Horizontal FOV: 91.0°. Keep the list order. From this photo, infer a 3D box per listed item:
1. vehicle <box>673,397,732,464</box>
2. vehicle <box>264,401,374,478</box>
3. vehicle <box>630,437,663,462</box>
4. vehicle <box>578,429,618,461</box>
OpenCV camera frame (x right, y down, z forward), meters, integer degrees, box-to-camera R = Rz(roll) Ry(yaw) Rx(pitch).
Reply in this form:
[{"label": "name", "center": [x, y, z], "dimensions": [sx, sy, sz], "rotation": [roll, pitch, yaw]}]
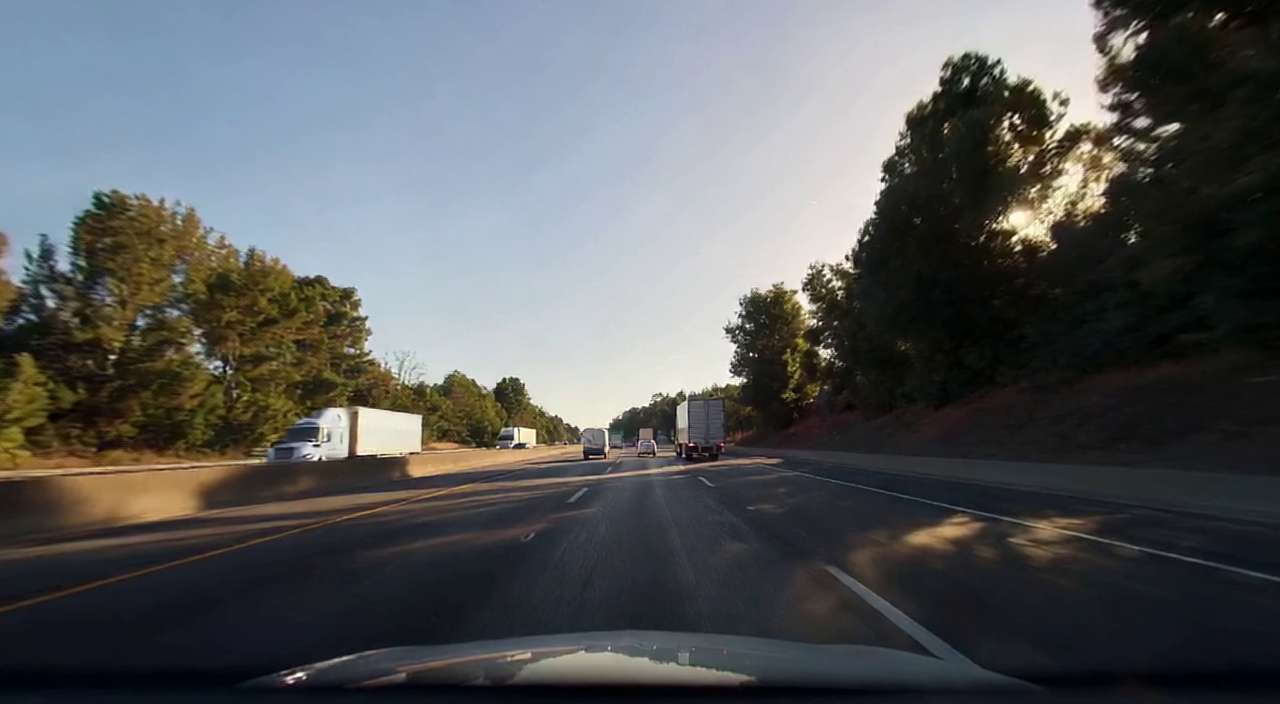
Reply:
[{"label": "vehicle", "center": [4.339, 5.936, 46.902], "dimensions": [3.005, 4.131, 14.221], "rotation": [1, -8, 0]}, {"label": "vehicle", "center": [-18.493, 5.083, 36.776], "dimensions": [3.006, 4.066, 6.254], "rotation": [0, -8, 0]}, {"label": "vehicle", "center": [0.395, 6.659, 43.169], "dimensions": [2.139, 1.607, 4.034], "rotation": [0, -8, -1]}, {"label": "vehicle", "center": [-2.808, 6.382, 43.221], "dimensions": [2.247, 2.039, 5.008], "rotation": [-1, -8, 3]}]
